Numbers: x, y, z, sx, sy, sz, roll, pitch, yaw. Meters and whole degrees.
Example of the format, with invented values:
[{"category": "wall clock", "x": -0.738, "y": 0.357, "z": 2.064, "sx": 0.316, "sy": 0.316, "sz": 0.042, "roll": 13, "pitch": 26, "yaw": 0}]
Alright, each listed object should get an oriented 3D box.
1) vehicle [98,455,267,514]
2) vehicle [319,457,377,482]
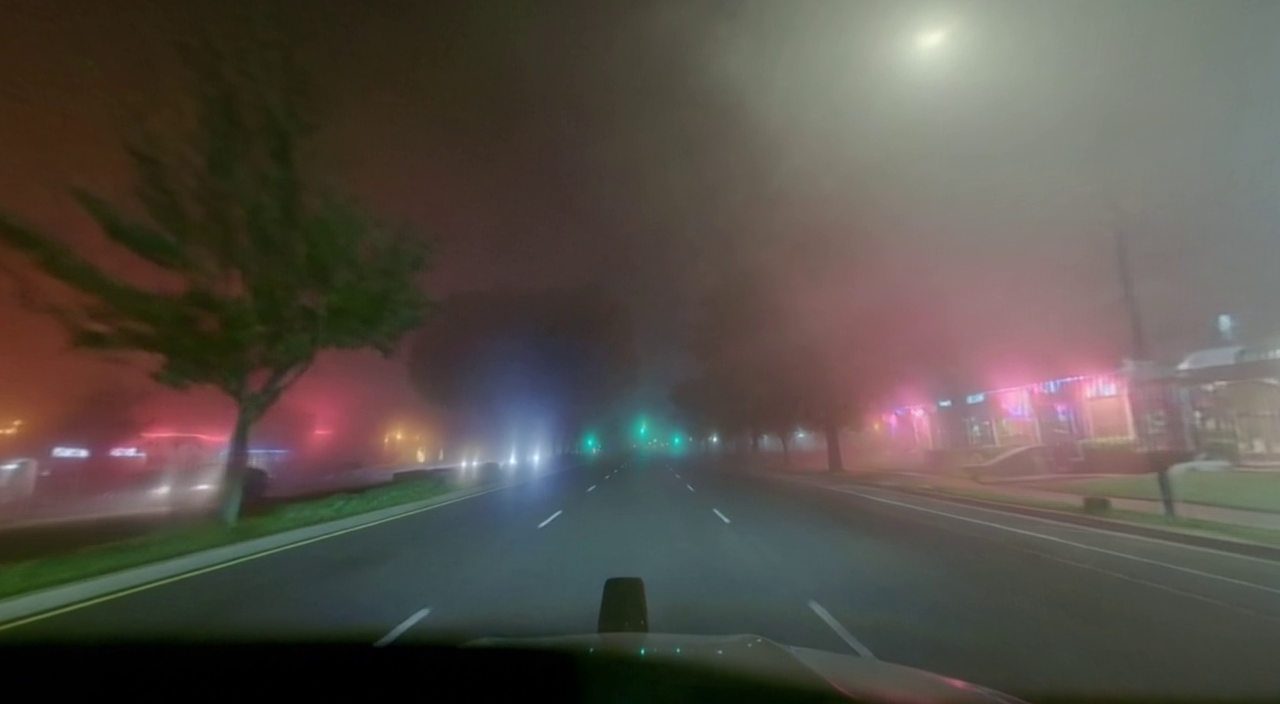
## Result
[{"category": "vehicle", "x": -14.510, "y": 4.189, "z": 20.412, "sx": 1.975, "sy": 1.499, "sz": 4.658, "roll": -3, "pitch": -8, "yaw": 0}, {"category": "vehicle", "x": -21.430, "y": 8.631, "z": 46.493, "sx": 1.881, "sy": 1.537, "sz": 4.611, "roll": -3, "pitch": -9, "yaw": 3}]
